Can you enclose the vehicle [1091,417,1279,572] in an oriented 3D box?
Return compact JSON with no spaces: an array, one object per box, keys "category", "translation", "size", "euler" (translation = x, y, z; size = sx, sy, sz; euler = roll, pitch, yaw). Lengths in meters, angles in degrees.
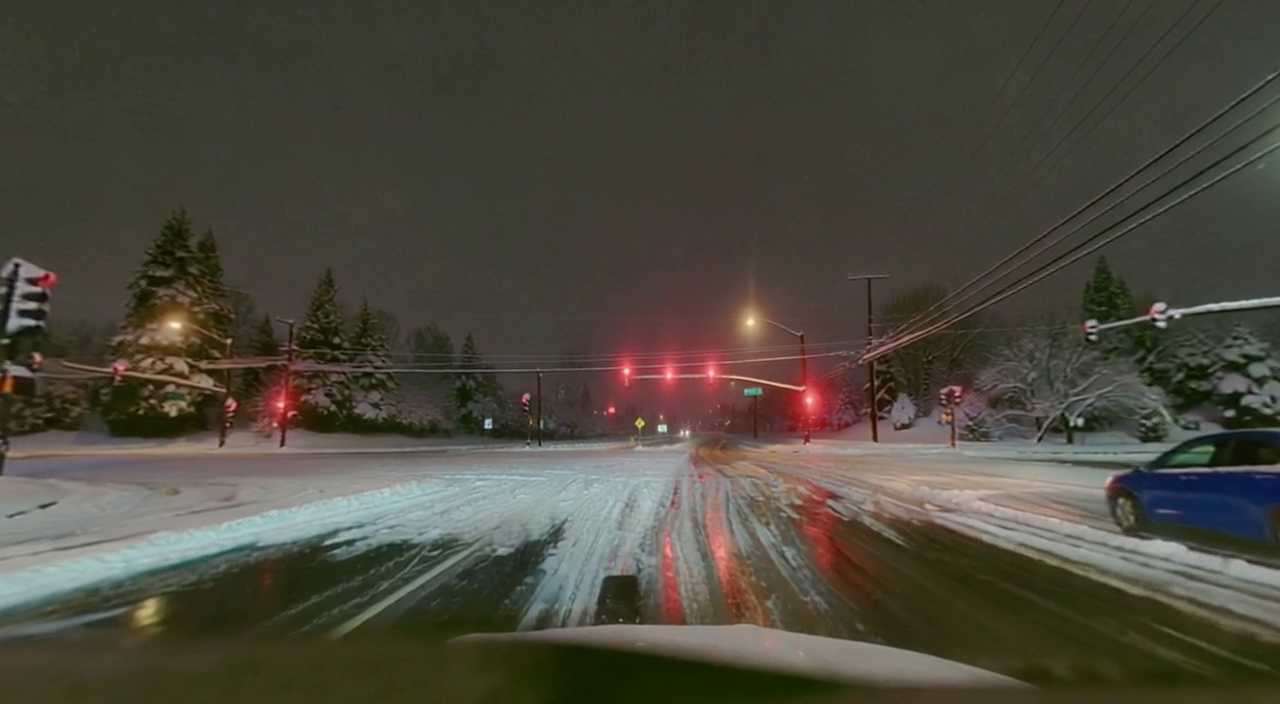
[{"category":"vehicle","translation":[7.380,1.552,7.149],"size":[1.797,1.544,3.685],"euler":[0,-8,0]}]
